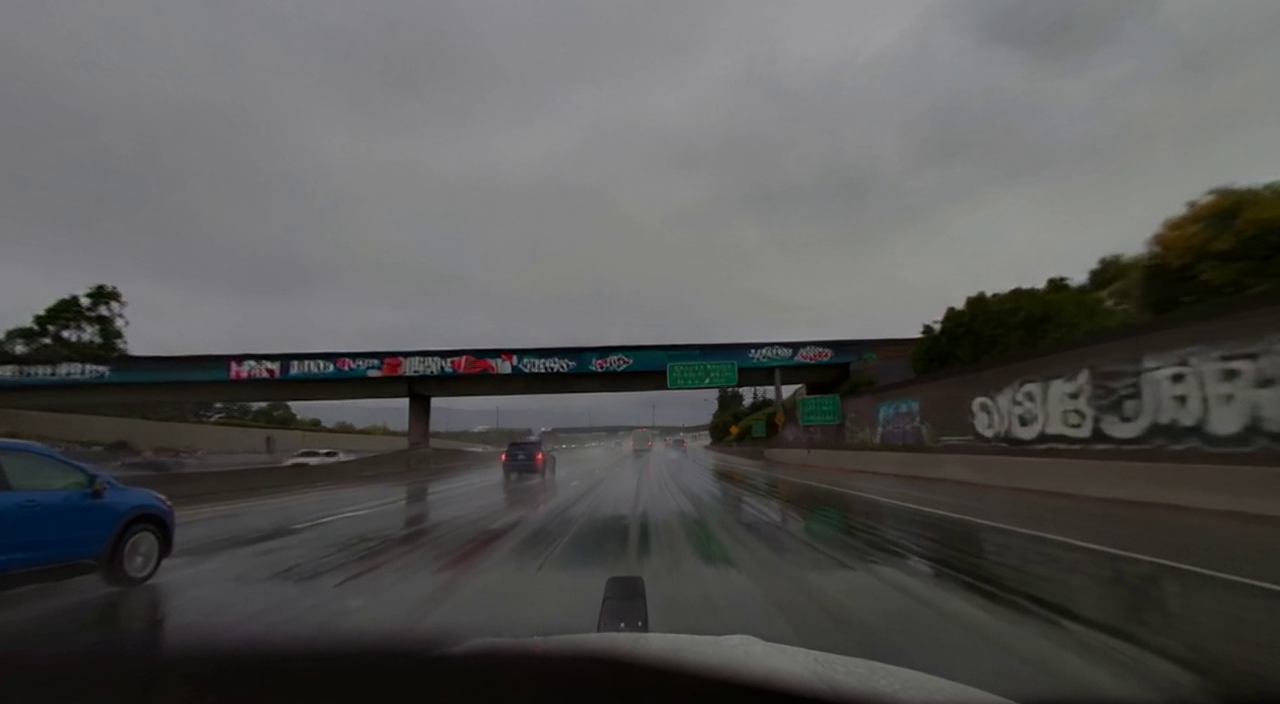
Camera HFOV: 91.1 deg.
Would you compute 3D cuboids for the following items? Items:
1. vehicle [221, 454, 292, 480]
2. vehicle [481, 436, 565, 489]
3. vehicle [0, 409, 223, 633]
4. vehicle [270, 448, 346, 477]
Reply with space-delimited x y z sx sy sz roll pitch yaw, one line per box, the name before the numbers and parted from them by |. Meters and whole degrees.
vehicle | -24.902 7.462 40.979 1.869 1.499 4.328 0 -9 0
vehicle | -4.094 3.947 22.770 2.154 1.693 4.394 0 -9 0
vehicle | -5.729 1.322 5.100 1.969 1.633 3.962 0 -9 -1
vehicle | -21.020 6.995 39.980 2.067 1.676 5.001 0 -9 0
